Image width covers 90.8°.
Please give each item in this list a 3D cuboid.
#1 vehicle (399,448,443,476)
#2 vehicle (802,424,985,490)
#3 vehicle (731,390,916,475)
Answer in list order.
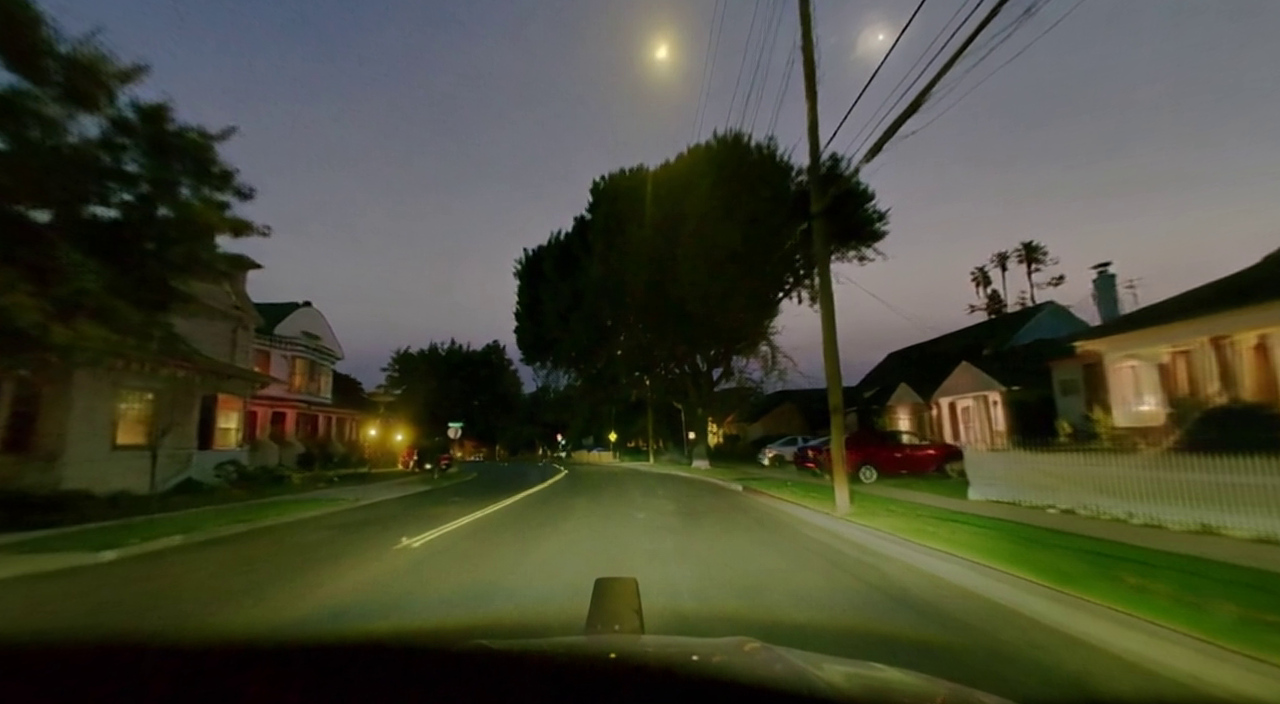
[{"bbox_3d":[-13.495,6.727,38.926,2.390,1.431,4.253,1,-8,-19],"label":"vehicle"},{"bbox_3d":[7.292,3.064,18.533,4.412,1.565,1.957,-3,-9,-1],"label":"vehicle"},{"bbox_3d":[7.916,3.539,27.783,7.115,3.010,2.378,-4,-9,-6],"label":"vehicle"}]
